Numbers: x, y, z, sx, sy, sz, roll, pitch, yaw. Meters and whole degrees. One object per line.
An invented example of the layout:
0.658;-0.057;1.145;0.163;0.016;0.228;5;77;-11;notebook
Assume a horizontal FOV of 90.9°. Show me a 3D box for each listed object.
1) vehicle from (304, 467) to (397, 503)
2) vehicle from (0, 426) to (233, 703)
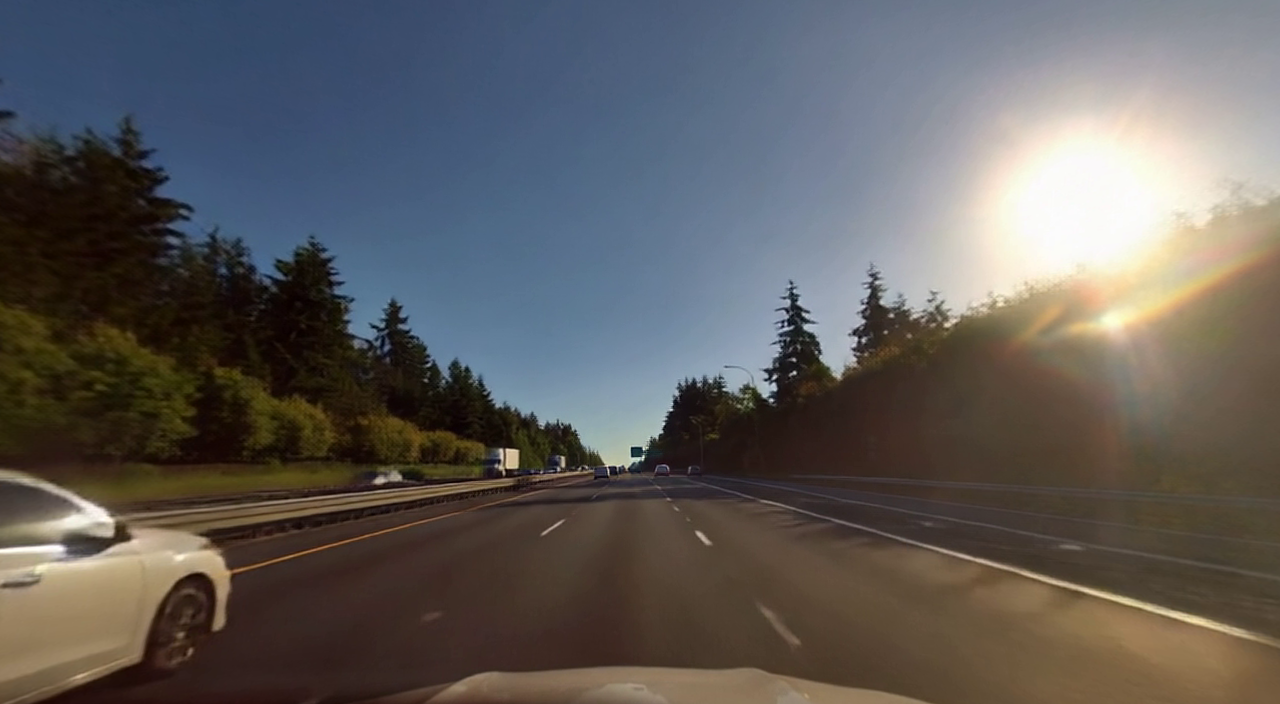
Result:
-12.665;5.835;27.930;1.914;1.433;4.551;1;-11;0;vehicle
-3.670;0.861;1.805;1.998;1.427;4.462;1;-11;0;vehicle
